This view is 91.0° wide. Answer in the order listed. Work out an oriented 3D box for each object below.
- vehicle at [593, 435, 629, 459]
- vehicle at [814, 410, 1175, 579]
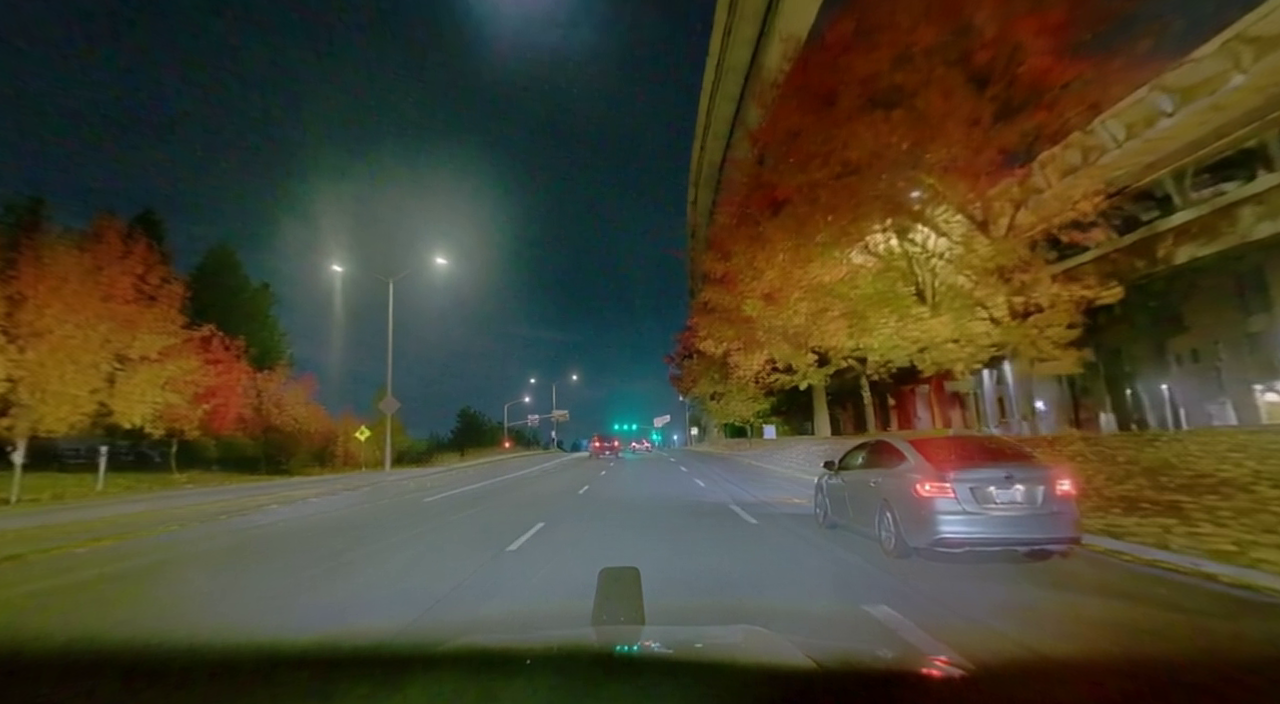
[{"bbox_3d":[-1.969,6.334,41.805,2.055,1.484,4.143,1,-9,-7],"label":"vehicle"},{"bbox_3d":[3.887,1.648,8.083,2.063,1.542,4.420,0,-9,0],"label":"vehicle"}]
